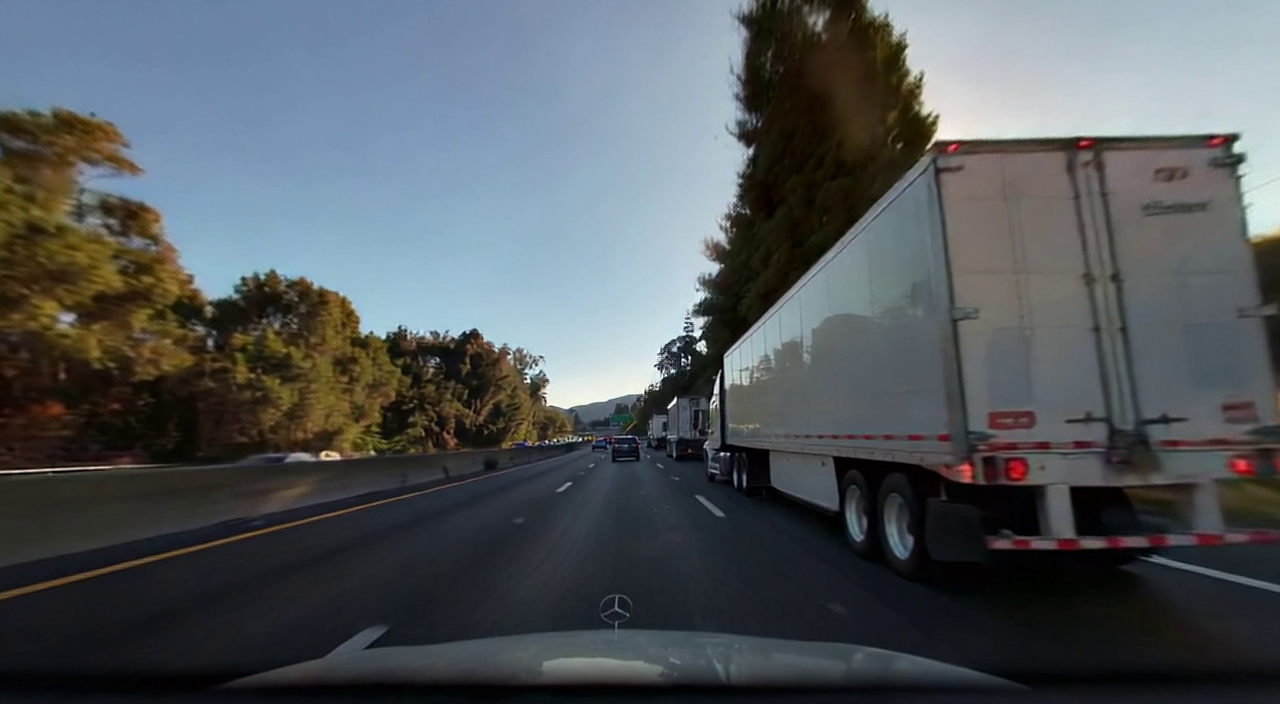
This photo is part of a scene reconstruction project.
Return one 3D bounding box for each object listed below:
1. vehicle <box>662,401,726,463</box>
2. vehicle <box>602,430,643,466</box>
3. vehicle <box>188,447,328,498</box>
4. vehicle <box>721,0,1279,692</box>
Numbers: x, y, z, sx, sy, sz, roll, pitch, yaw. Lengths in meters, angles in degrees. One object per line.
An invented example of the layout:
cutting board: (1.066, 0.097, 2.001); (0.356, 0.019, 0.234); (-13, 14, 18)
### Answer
vehicle: (3.395, 5.537, 42.864); (2.947, 3.657, 11.192); (0, -8, -2)
vehicle: (-1.007, 5.486, 36.099); (2.211, 1.933, 4.315); (0, -8, -2)
vehicle: (-12.744, 3.991, 21.412); (1.868, 1.481, 4.707); (0, -8, -1)
vehicle: (4.007, 0.745, 10.725); (3.005, 4.121, 14.417); (0, -8, -1)
